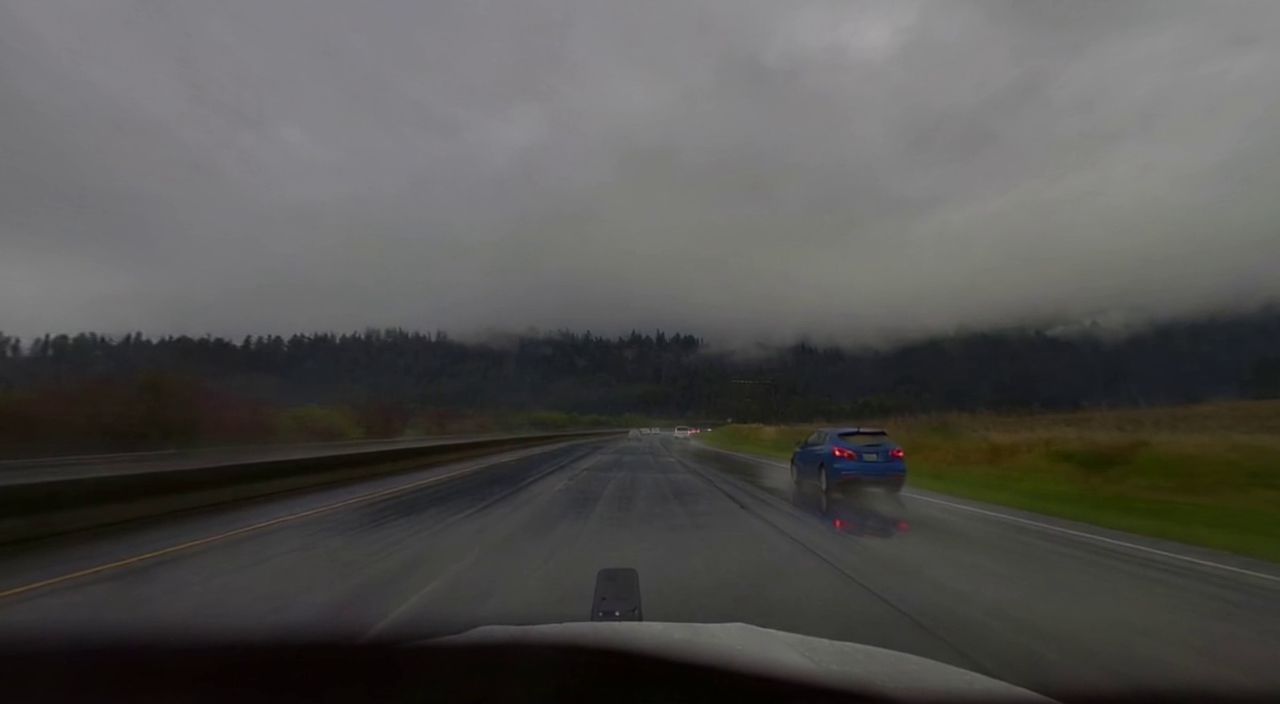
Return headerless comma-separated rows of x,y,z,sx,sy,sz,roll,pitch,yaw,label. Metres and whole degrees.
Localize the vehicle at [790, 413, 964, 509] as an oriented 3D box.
4.227,1.992,11.934,1.765,1.510,3.762,0,-8,-1,vehicle
